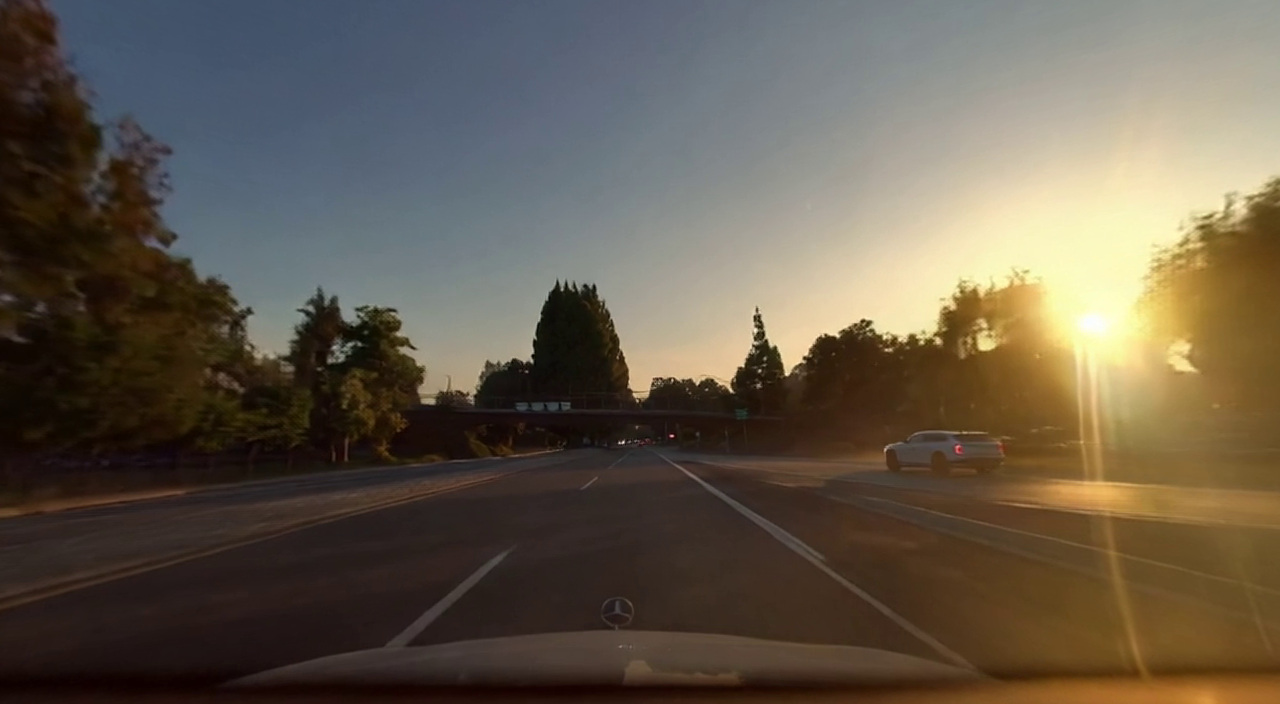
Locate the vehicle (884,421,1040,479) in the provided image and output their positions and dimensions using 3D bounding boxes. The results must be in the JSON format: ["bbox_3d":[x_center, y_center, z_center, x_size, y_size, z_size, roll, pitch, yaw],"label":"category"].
[{"bbox_3d":[11.940,3.673,23.895,2.328,1.916,5.227,1,-8,-13],"label":"vehicle"}]
